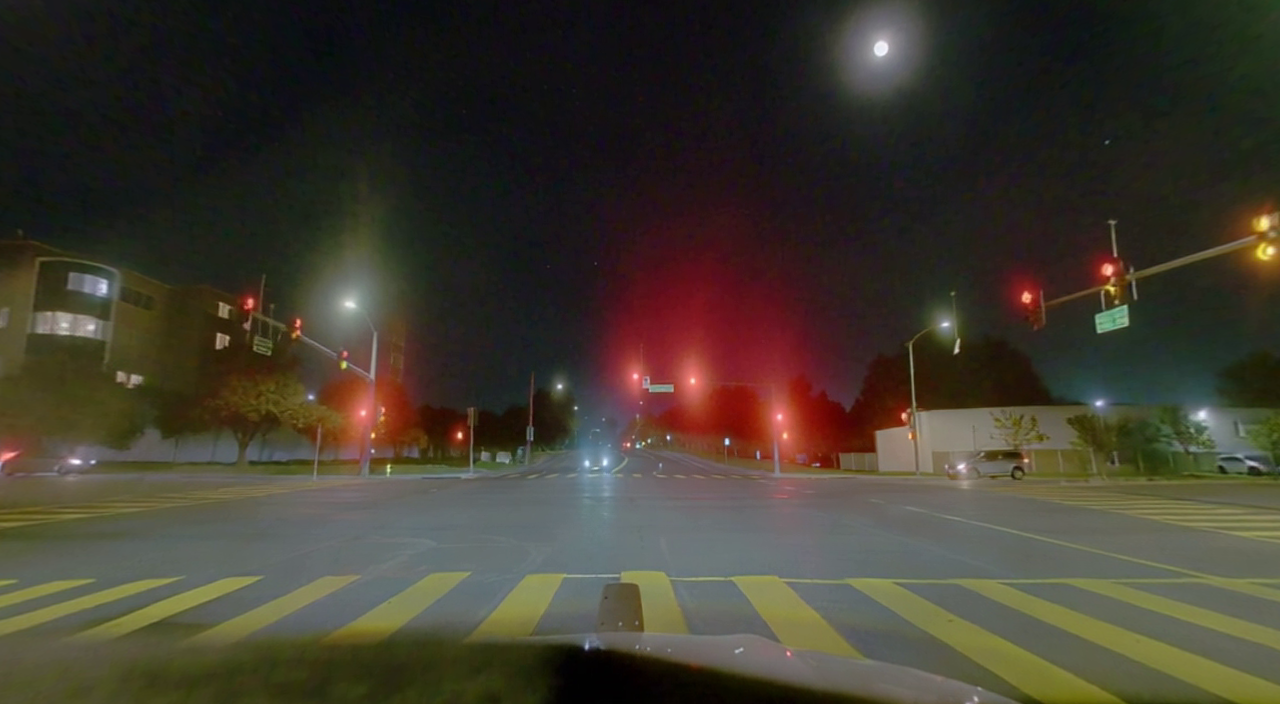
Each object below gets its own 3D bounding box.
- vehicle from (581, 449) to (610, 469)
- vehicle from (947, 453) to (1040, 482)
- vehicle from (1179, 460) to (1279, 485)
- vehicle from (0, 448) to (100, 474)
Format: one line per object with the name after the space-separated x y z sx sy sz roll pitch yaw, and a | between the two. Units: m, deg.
-3.468 8.393 49.384 1.908 1.441 4.142 0 -8 1 | vehicle
21.078 6.871 37.591 4.447 1.623 1.801 0 -9 -3 | vehicle
36.204 7.318 38.298 4.976 1.428 1.929 0 -8 -2 | vehicle
-35.151 6.428 37.176 4.741 1.447 1.807 0 -9 0 | vehicle
